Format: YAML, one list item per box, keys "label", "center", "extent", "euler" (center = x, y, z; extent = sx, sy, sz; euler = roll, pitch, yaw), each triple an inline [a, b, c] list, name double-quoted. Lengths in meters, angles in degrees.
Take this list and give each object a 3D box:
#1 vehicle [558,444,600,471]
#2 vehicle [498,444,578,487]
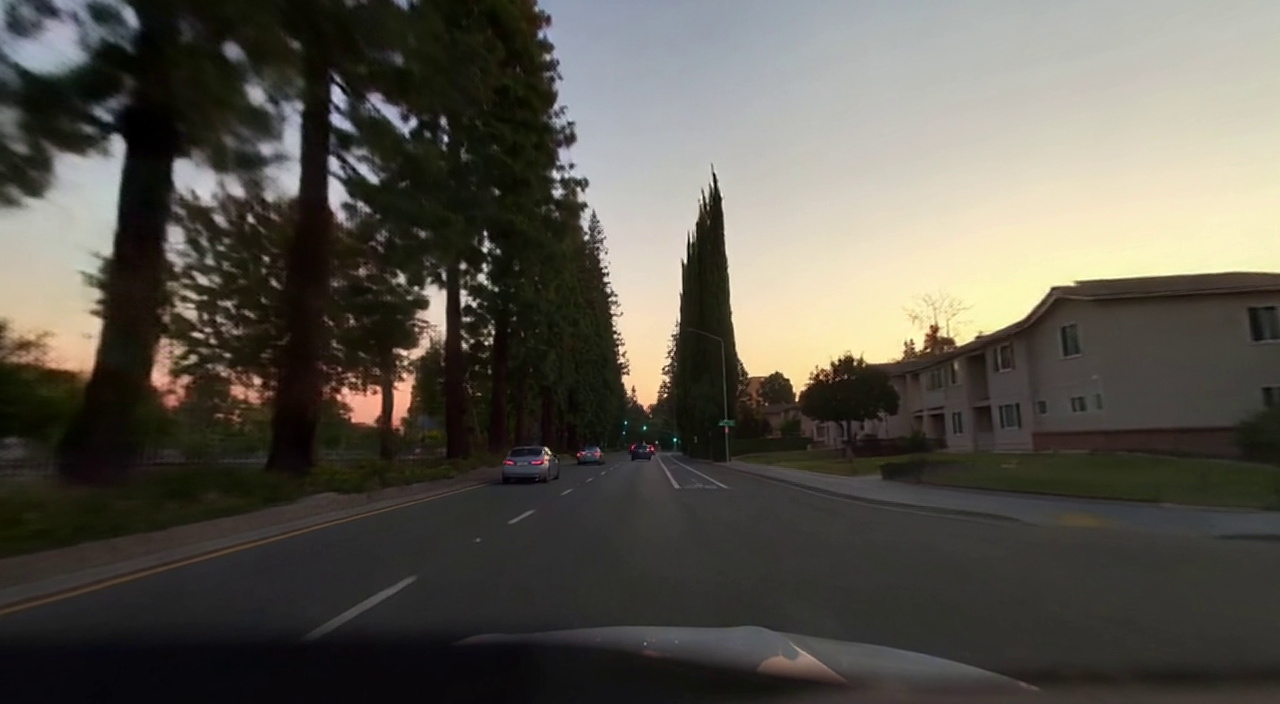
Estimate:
- label: "vehicle"
  center: [-3.710, 6.533, 39.225]
  extent: [2.110, 1.529, 4.743]
  euler: [0, -9, 1]
- label: "vehicle"
  center: [-3.752, 4.254, 24.036]
  extent: [2.188, 1.473, 4.651]
  euler: [0, -9, 1]
